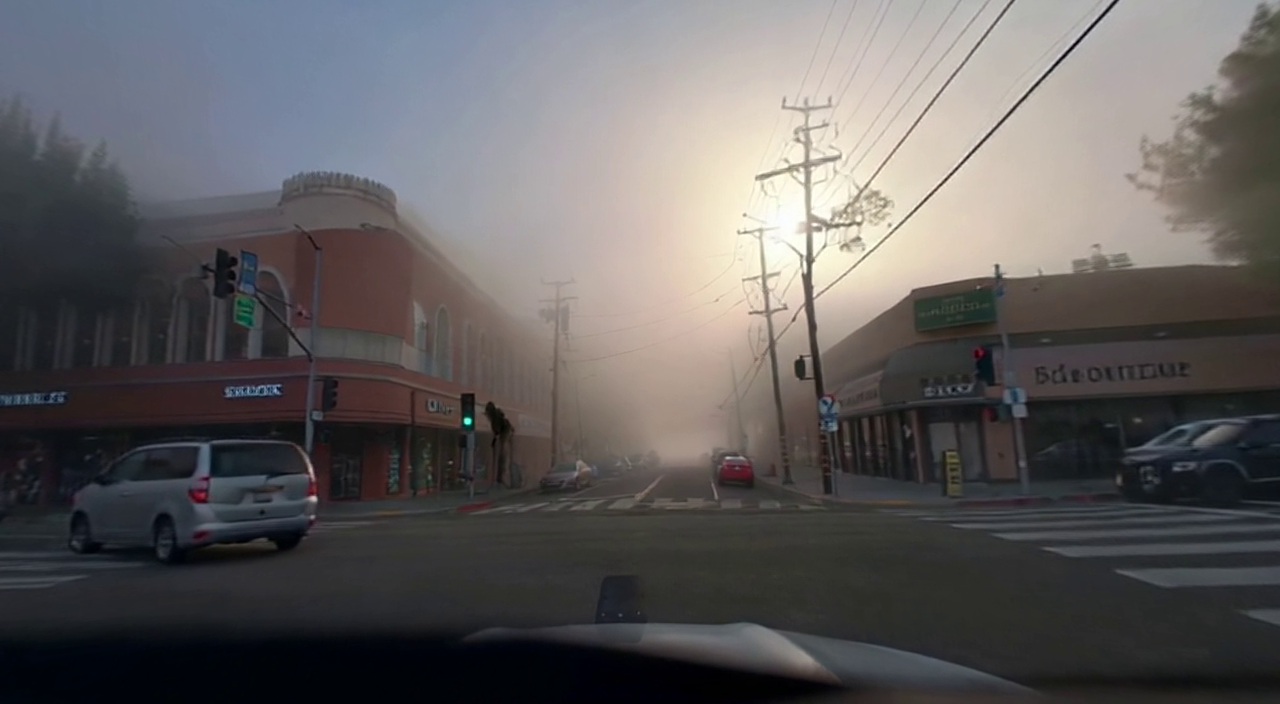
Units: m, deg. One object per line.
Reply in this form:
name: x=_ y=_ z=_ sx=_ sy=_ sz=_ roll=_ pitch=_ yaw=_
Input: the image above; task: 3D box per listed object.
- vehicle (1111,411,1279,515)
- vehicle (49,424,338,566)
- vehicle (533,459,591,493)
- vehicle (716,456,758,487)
vehicle: x=13.512 y=2.198 z=12.825 sx=5.716 sy=1.894 sz=2.433 roll=-2 pitch=-9 yaw=5
vehicle: x=-7.723 y=2.308 z=10.883 sx=4.611 sy=1.882 sz=2.440 roll=-7 pitch=-11 yaw=34
vehicle: x=-4.142 y=6.665 z=34.322 sx=2.179 sy=1.596 sz=4.286 roll=-1 pitch=-9 yaw=7
vehicle: x=5.369 y=6.645 z=35.393 sx=2.062 sy=1.526 sz=3.989 roll=-1 pitch=-9 yaw=5
